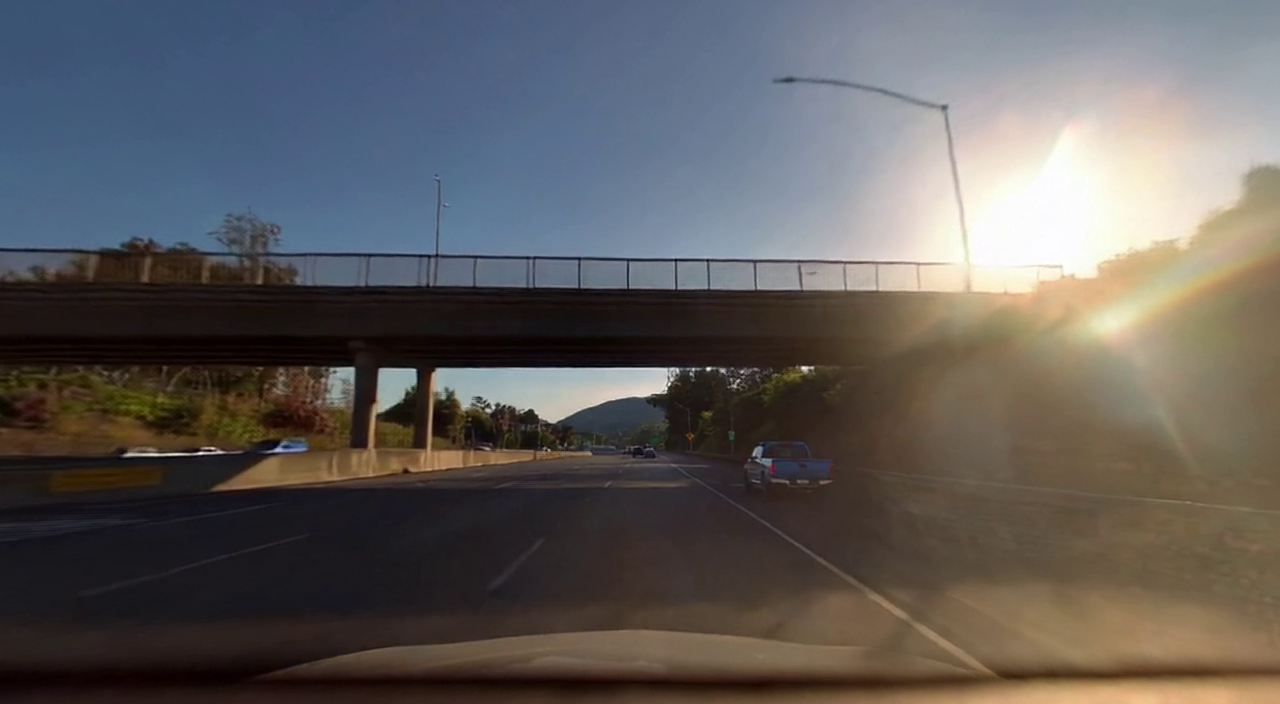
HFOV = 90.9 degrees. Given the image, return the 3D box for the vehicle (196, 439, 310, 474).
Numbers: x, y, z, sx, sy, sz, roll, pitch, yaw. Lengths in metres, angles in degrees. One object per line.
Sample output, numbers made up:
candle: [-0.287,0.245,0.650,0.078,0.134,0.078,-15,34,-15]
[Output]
vehicle: [-19.570,5.297,32.248,2.223,1.640,5.332,-1,-9,3]

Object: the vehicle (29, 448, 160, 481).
vehicle: [-26.724,5.497,31.182,1.913,1.502,5.002,0,-9,2]

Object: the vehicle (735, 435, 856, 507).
vehicle: [3.940,3.109,16.990,2.010,1.637,4.940,0,-9,0]
